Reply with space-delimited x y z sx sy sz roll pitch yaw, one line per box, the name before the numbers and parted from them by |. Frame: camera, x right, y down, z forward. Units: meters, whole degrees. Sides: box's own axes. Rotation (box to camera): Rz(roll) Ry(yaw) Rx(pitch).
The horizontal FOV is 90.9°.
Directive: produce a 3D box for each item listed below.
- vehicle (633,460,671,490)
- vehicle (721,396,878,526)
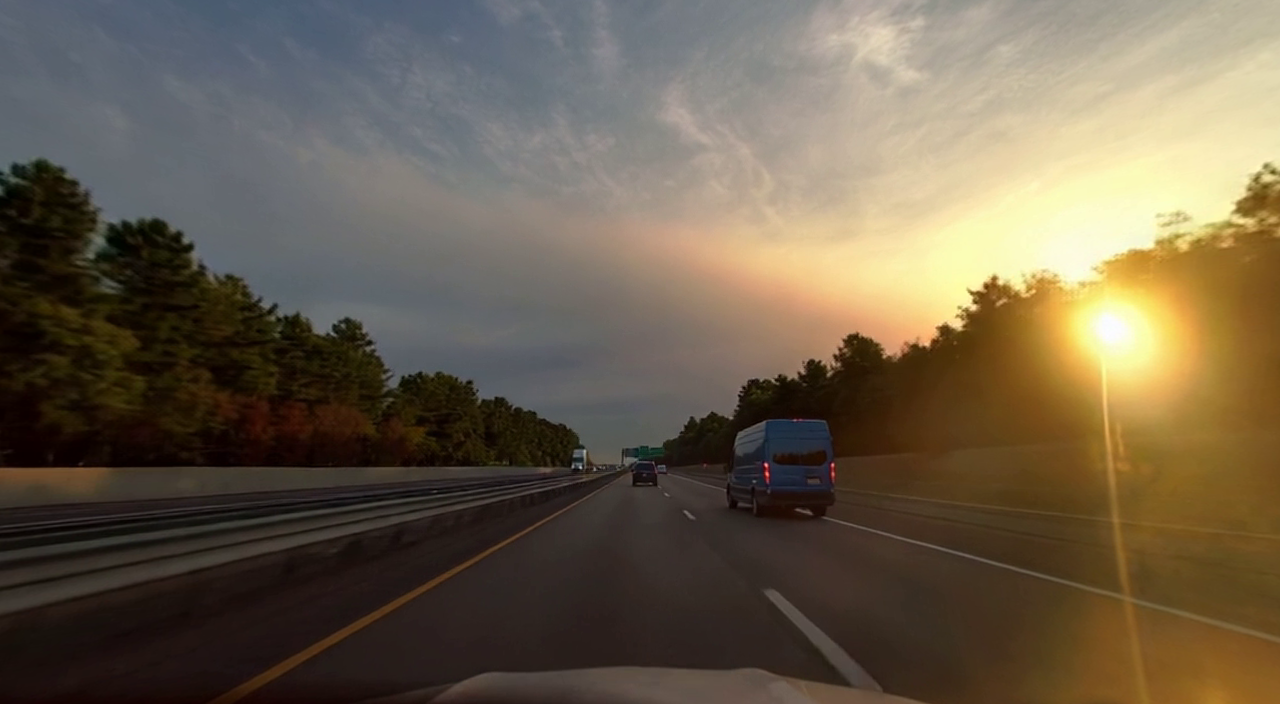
vehicle | 0.725 7.559 38.839 2.212 1.717 4.452 1 -10 1
vehicle | 4.147 3.173 18.189 2.563 2.975 6.941 1 -11 -1
